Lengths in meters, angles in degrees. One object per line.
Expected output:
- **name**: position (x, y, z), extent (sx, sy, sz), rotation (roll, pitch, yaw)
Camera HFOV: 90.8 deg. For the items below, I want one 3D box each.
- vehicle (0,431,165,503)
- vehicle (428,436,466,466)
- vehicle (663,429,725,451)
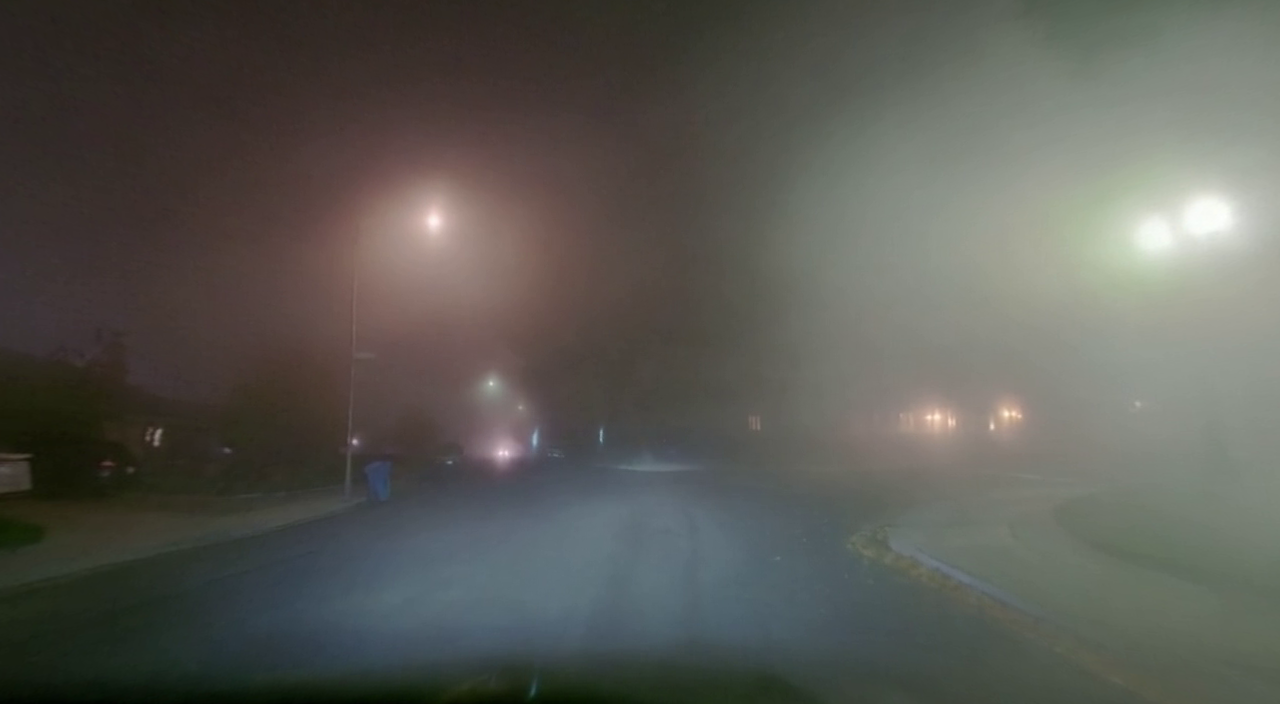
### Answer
- **vehicle**: position (-14.807, 2.819, 15.634), extent (4.313, 1.644, 2.024), rotation (2, -9, -14)
- **vehicle**: position (-12.577, 6.481, 41.387), extent (2.152, 1.826, 4.725), rotation (2, -9, -15)
- **vehicle**: position (4.047, 6.609, 47.427), extent (4.241, 1.597, 1.833), rotation (2, -9, -14)
